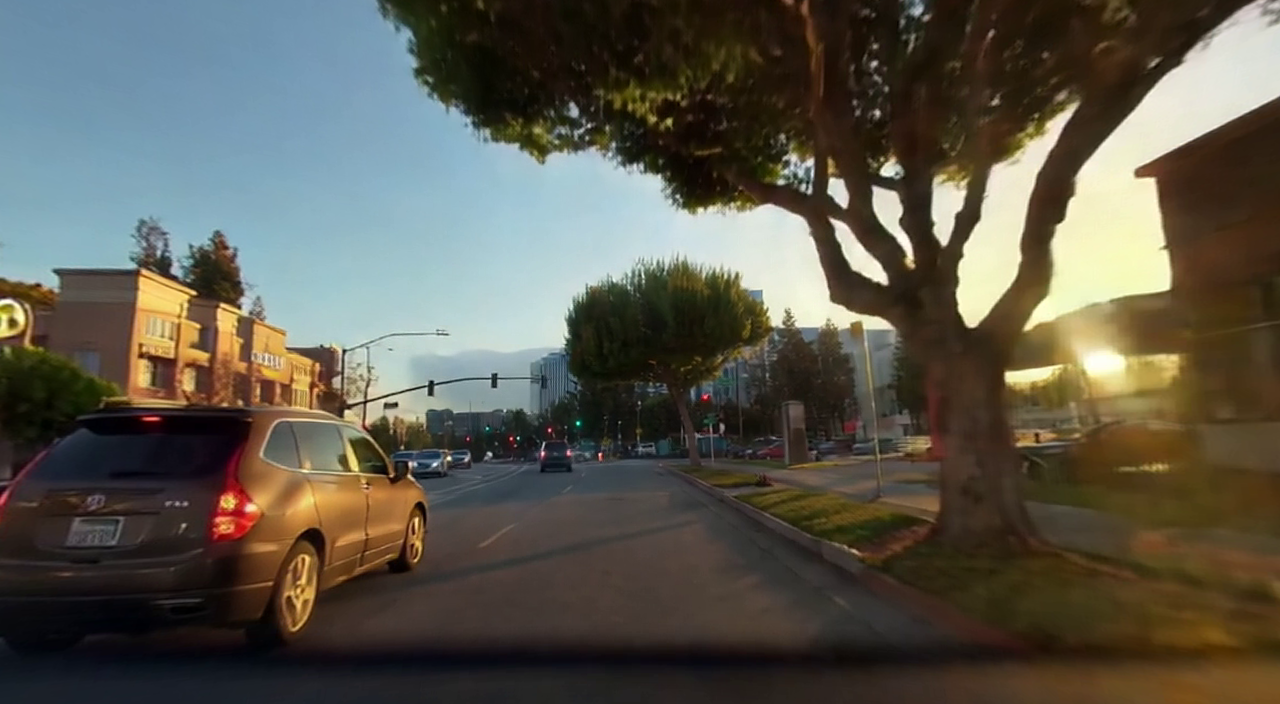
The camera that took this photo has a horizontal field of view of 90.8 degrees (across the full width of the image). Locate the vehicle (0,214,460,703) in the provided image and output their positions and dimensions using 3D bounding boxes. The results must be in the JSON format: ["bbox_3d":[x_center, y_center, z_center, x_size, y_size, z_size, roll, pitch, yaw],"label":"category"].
[{"bbox_3d":[-3.317,0.848,4.239,2.509,1.885,5.831,0,-9,0],"label":"vehicle"}]

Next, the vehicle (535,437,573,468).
[{"bbox_3d":[-5.278,6.205,39.239,2.134,1.799,5.082,1,-9,-6],"label":"vehicle"}]
